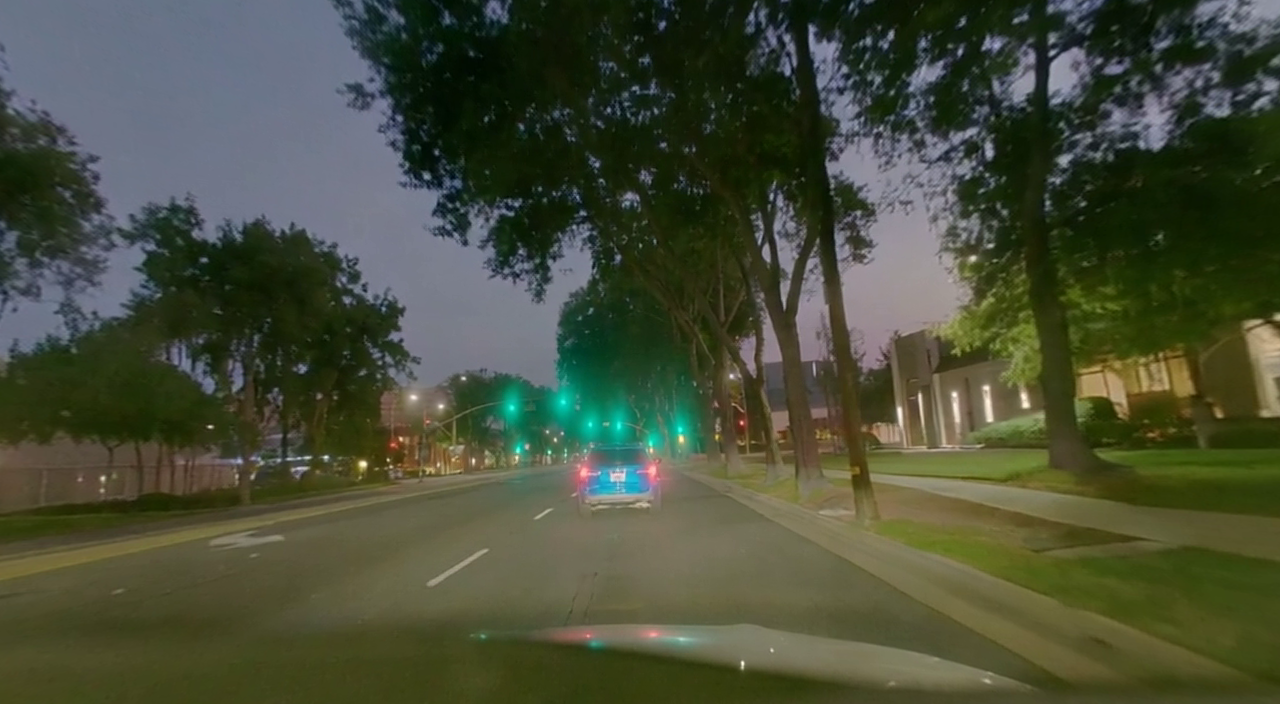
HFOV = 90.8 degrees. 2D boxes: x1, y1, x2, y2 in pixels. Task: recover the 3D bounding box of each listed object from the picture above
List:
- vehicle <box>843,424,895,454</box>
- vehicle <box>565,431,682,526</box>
[{"bbox_3d":[16.169,6.251,44.983,2.039,1.990,5.111,-1,-9,4],"label":"vehicle"},{"bbox_3d":[-0.345,2.622,13.618,2.136,1.703,3.910,0,-9,-1],"label":"vehicle"}]
